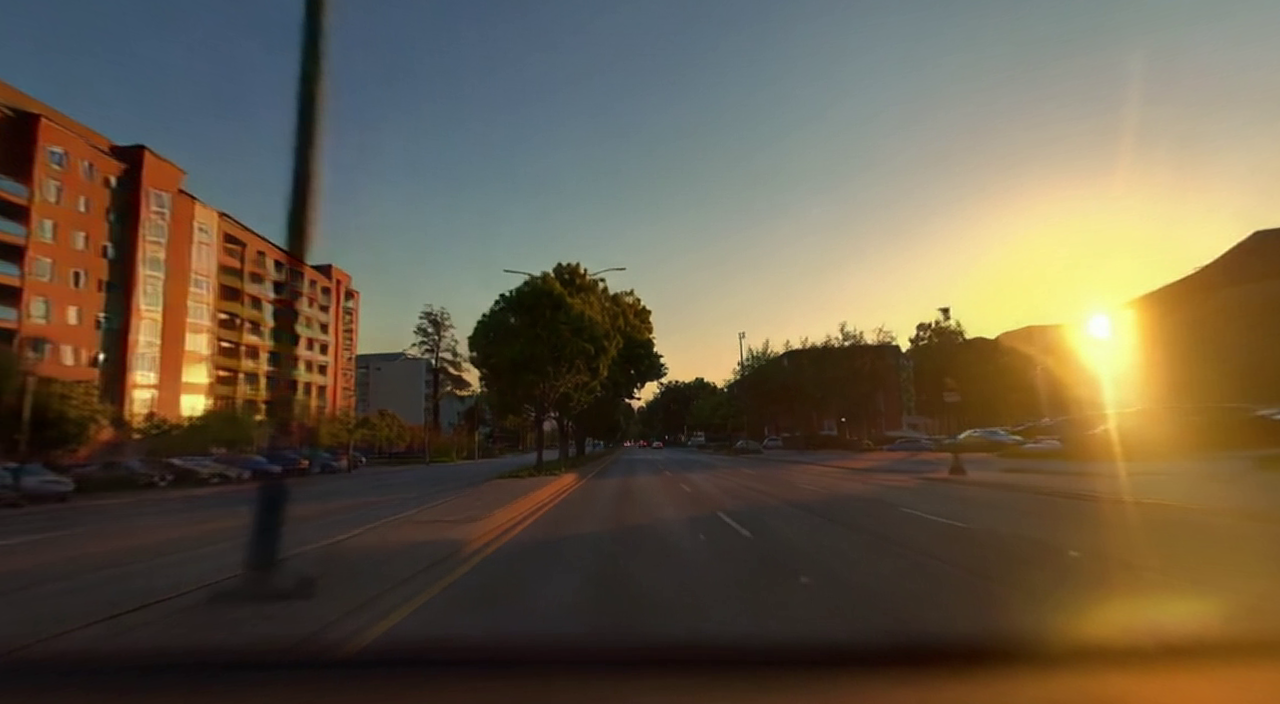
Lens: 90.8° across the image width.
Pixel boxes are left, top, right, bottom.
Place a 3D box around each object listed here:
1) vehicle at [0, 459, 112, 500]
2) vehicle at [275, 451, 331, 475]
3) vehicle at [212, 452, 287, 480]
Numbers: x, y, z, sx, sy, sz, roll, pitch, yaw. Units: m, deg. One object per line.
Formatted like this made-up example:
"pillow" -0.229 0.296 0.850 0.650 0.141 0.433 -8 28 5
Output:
"vehicle" -26.052 5.596 27.752 3.950 1.481 1.959 1 -8 -26
"vehicle" -25.476 8.377 47.938 1.979 1.652 4.678 0 -8 -5
"vehicle" -25.965 7.546 42.192 1.911 1.706 4.327 -1 -8 6
